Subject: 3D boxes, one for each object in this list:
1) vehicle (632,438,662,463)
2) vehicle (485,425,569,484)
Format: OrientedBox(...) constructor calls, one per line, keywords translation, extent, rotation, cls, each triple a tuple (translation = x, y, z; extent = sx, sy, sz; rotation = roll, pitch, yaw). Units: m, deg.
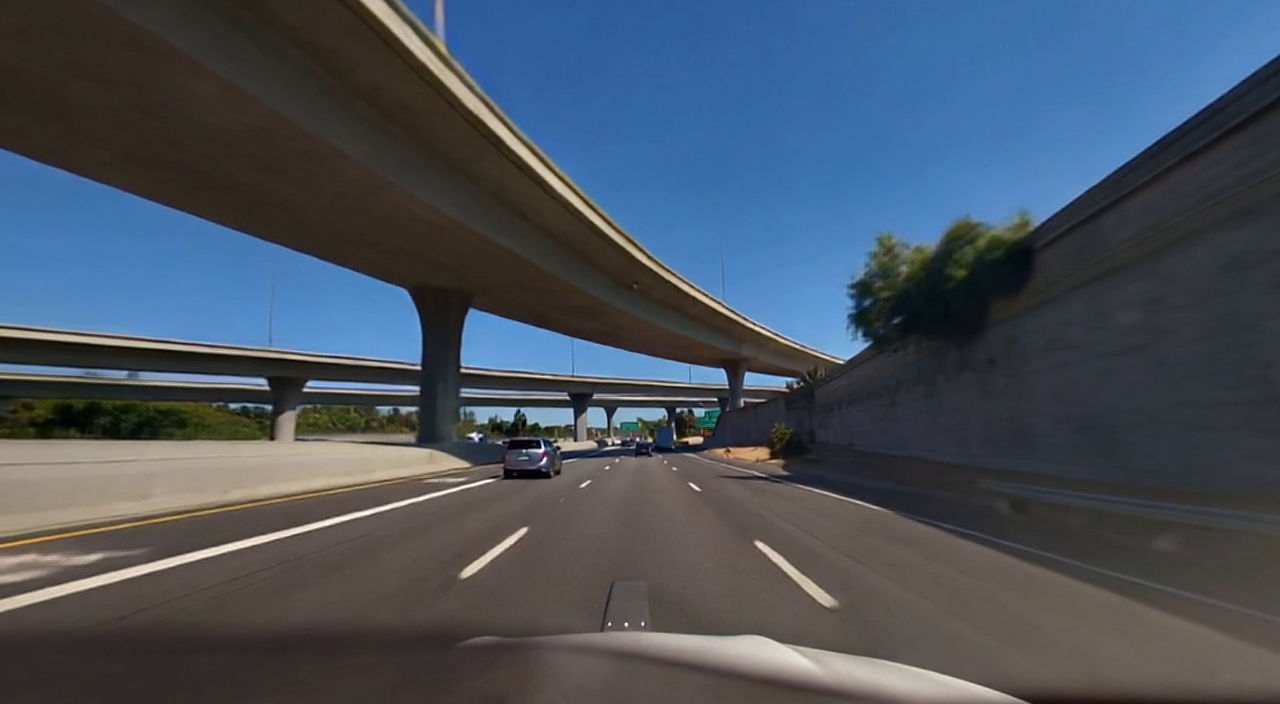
OrientedBox(translation=(0.469, 7.106, 45.398), extent=(2.052, 1.711, 4.223), rotation=(0, -8, 0), cls="vehicle")
OrientedBox(translation=(-4.047, 3.784, 23.494), extent=(2.147, 1.918, 4.834), rotation=(0, -8, 1), cls="vehicle")
